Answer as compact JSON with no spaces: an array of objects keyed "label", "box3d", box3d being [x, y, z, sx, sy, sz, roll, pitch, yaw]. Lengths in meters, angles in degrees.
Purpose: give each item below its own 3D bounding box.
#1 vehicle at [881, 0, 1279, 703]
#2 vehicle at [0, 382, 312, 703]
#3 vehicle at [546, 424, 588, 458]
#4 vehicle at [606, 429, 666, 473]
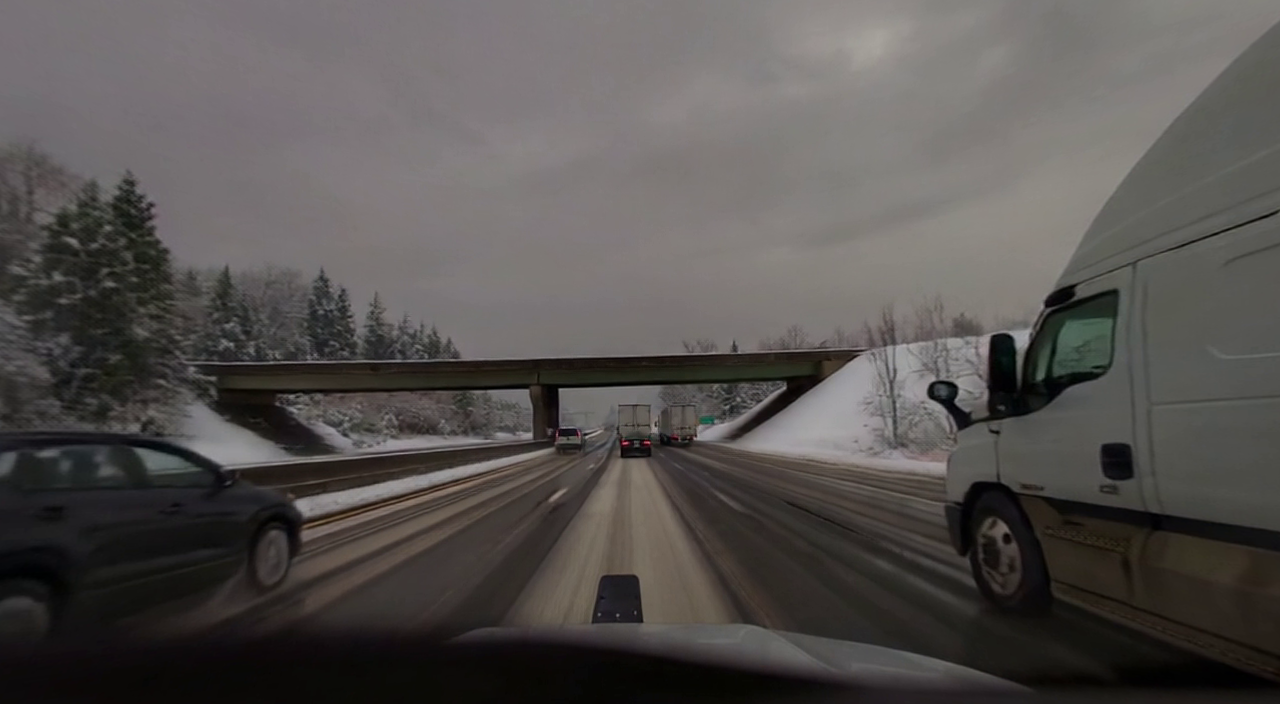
[{"label":"vehicle","box3d":[3.780,-0.086,2.018,2.783,3.483,7.836,0,-8,-1]},{"label":"vehicle","box3d":[-3.807,0.939,3.009,1.979,1.527,4.754,0,-8,-1]},{"label":"vehicle","box3d":[-4.426,5.471,38.883,2.013,1.961,4.692,0,-8,0]},{"label":"vehicle","box3d":[-0.182,3.691,23.727,2.059,1.522,3.693,0,-8,-1]}]
